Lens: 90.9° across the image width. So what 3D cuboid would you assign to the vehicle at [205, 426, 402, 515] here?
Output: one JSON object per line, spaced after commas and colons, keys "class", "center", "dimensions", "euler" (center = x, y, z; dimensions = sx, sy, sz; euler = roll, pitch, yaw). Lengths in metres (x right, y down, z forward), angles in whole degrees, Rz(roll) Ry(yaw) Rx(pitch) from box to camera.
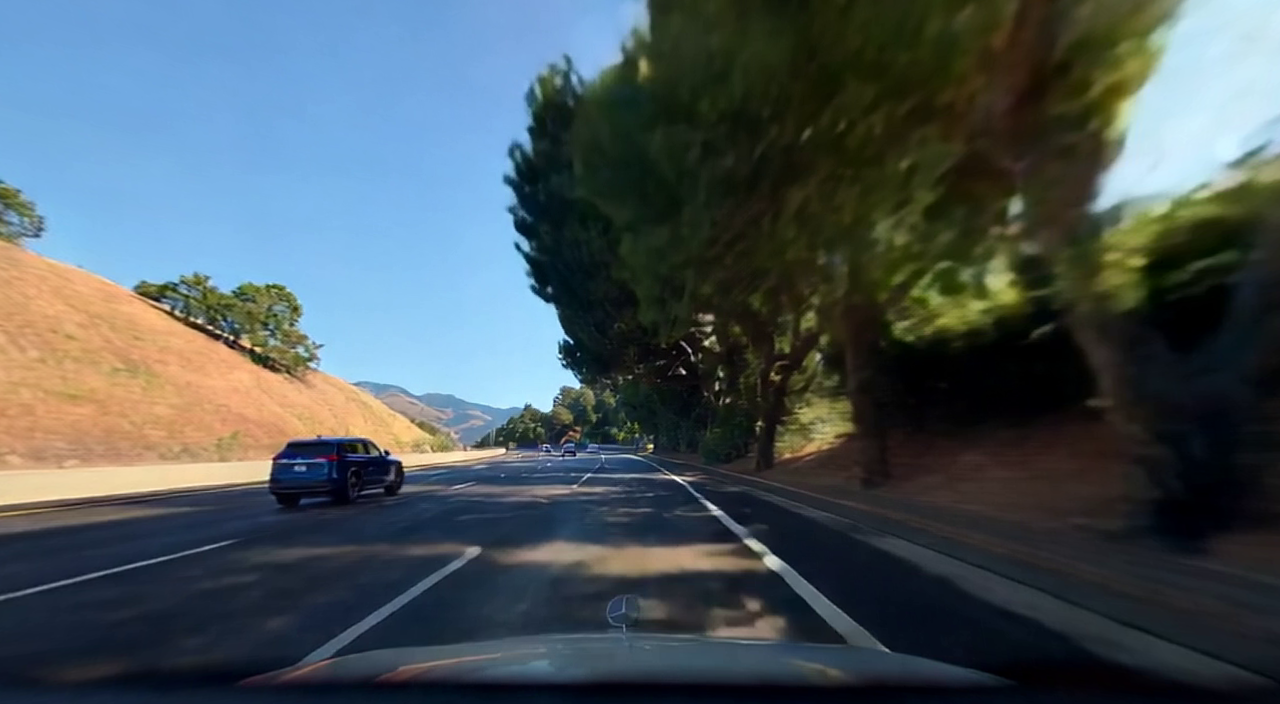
{"class": "vehicle", "center": [-7.431, 2.654, 14.610], "dimensions": [2.046, 1.712, 4.533], "euler": [0, -8, 0]}
